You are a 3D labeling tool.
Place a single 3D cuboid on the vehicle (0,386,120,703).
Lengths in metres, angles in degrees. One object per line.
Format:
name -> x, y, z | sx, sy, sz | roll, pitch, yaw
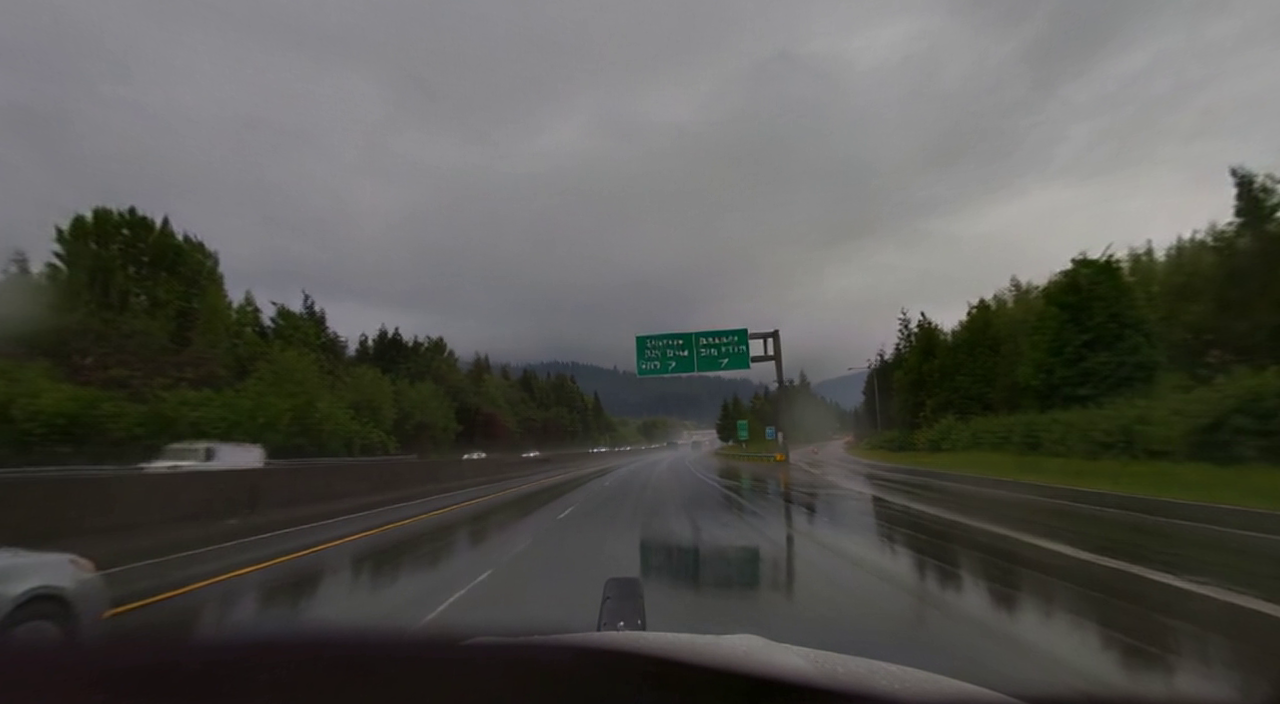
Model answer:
vehicle -> -3.555, 0.655, 0.769 | 2.108, 1.557, 4.344 | 0, -9, 0
